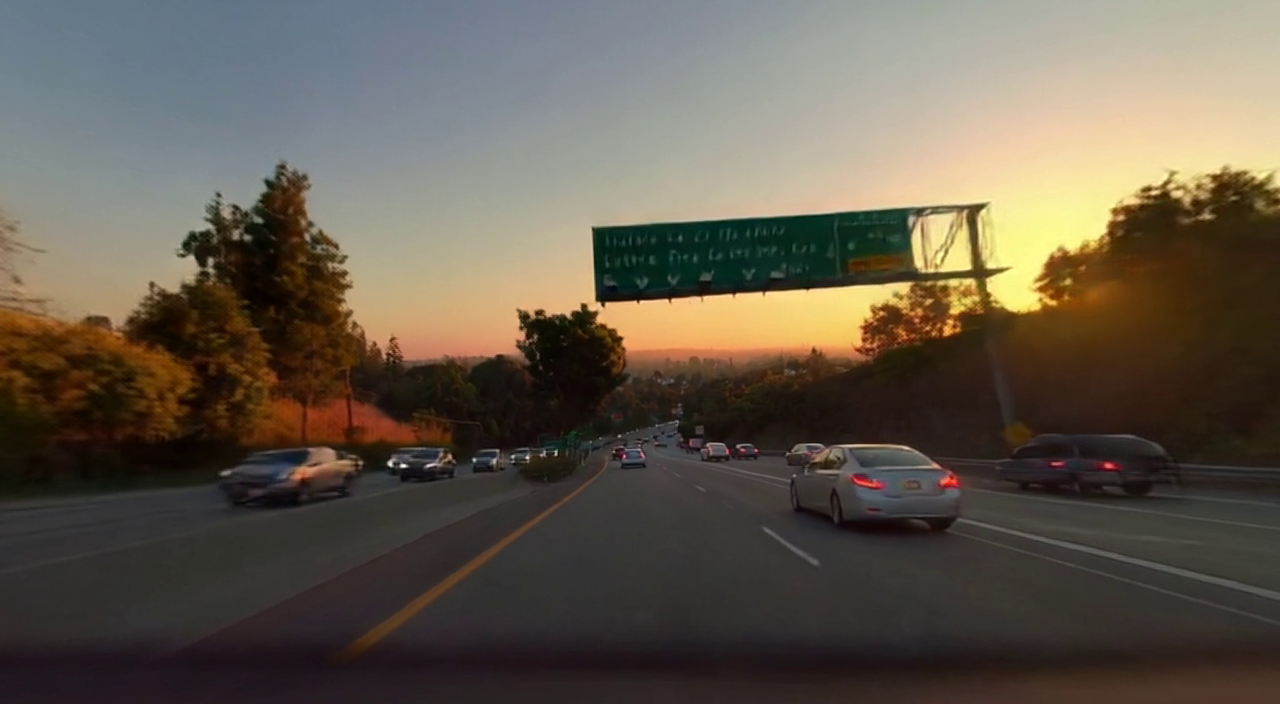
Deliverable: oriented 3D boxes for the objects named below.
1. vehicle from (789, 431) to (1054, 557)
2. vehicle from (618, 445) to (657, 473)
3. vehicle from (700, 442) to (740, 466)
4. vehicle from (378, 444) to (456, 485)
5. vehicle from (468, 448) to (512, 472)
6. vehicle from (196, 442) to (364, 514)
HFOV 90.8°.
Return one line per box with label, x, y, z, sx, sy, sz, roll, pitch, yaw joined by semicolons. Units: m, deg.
vehicle;3.925;2.039;9.847;1.972;1.488;4.335;0;-9;-3
vehicle;-0.213;6.251;37.069;2.090;1.510;4.280;0;-8;-3
vehicle;5.789;7.373;45.954;2.094;1.652;3.955;1;-9;-5
vehicle;-10.240;5.152;29.386;2.017;1.735;4.581;0;-8;-1
vehicle;-10.201;7.370;43.338;1.924;1.466;4.808;0;-9;-2
vehicle;-9.591;3.343;17.371;2.082;1.698;4.357;0;-8;-1
